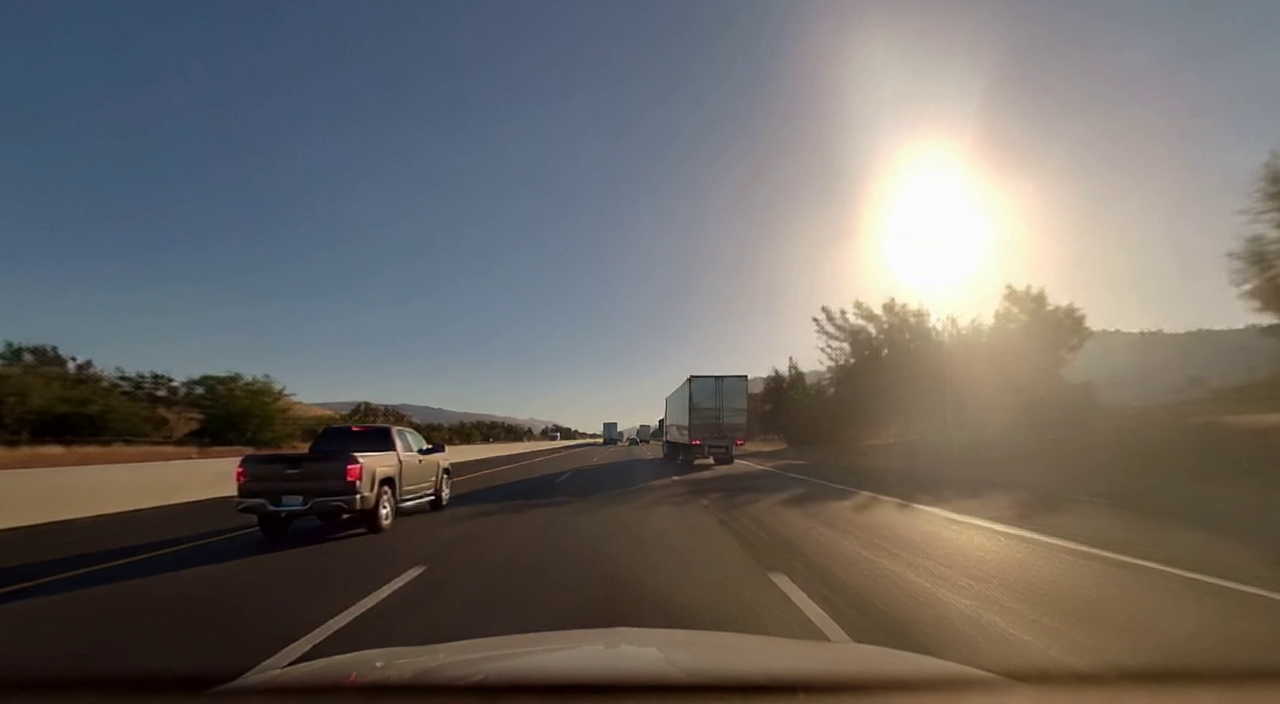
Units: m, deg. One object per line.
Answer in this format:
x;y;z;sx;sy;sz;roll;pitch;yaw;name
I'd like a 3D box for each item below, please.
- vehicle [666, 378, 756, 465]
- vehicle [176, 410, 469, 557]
3.762;4.507;39.026;3.144;4.168;17.594;0;-8;-1;vehicle
-4.054;1.729;9.024;2.044;1.604;4.144;0;-8;0;vehicle
